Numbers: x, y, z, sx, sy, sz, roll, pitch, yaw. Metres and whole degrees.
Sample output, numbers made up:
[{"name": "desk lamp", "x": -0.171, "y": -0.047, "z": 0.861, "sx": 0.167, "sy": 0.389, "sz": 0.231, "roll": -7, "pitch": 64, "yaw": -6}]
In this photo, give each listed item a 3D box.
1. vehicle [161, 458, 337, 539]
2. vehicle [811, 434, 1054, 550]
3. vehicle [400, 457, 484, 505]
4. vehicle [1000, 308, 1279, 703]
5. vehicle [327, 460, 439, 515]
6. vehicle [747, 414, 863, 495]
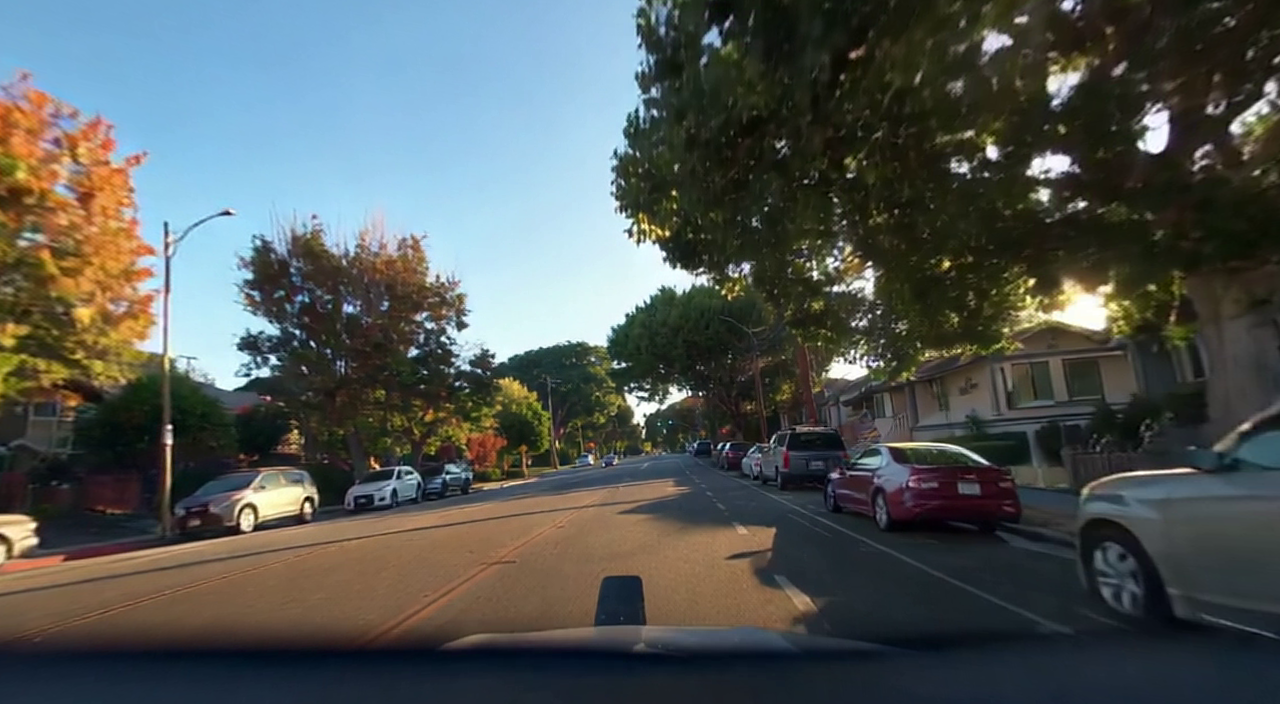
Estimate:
[{"name": "vehicle", "x": -10.716, "y": 3.995, "z": 17.814, "sx": 1.937, "sy": 1.837, "sz": 4.414, "roll": -1, "pitch": -8, "yaw": 3}, {"name": "vehicle", "x": 4.516, "y": 2.212, "z": 10.861, "sx": 1.927, "sy": 1.483, "sz": 5.100, "roll": -1, "pitch": -8, "yaw": 3}, {"name": "vehicle", "x": -9.822, "y": 6.415, "z": 32.017, "sx": 2.282, "sy": 2.060, "sz": 5.738, "roll": -1, "pitch": -8, "yaw": 1}, {"name": "vehicle", "x": 3.969, "y": 0.674, "z": 2.371, "sx": 2.199, "sy": 1.885, "sz": 5.461, "roll": -1, "pitch": -8, "yaw": 3}, {"name": "vehicle", "x": -10.343, "y": 5.469, "z": 26.006, "sx": 2.089, "sy": 1.837, "sz": 5.499, "roll": -1, "pitch": -8, "yaw": 3}, {"name": "vehicle", "x": 4.964, "y": 3.198, "z": 20.051, "sx": 2.330, "sy": 2.160, "sz": 5.550, "roll": -1, "pitch": -8, "yaw": 2}]
